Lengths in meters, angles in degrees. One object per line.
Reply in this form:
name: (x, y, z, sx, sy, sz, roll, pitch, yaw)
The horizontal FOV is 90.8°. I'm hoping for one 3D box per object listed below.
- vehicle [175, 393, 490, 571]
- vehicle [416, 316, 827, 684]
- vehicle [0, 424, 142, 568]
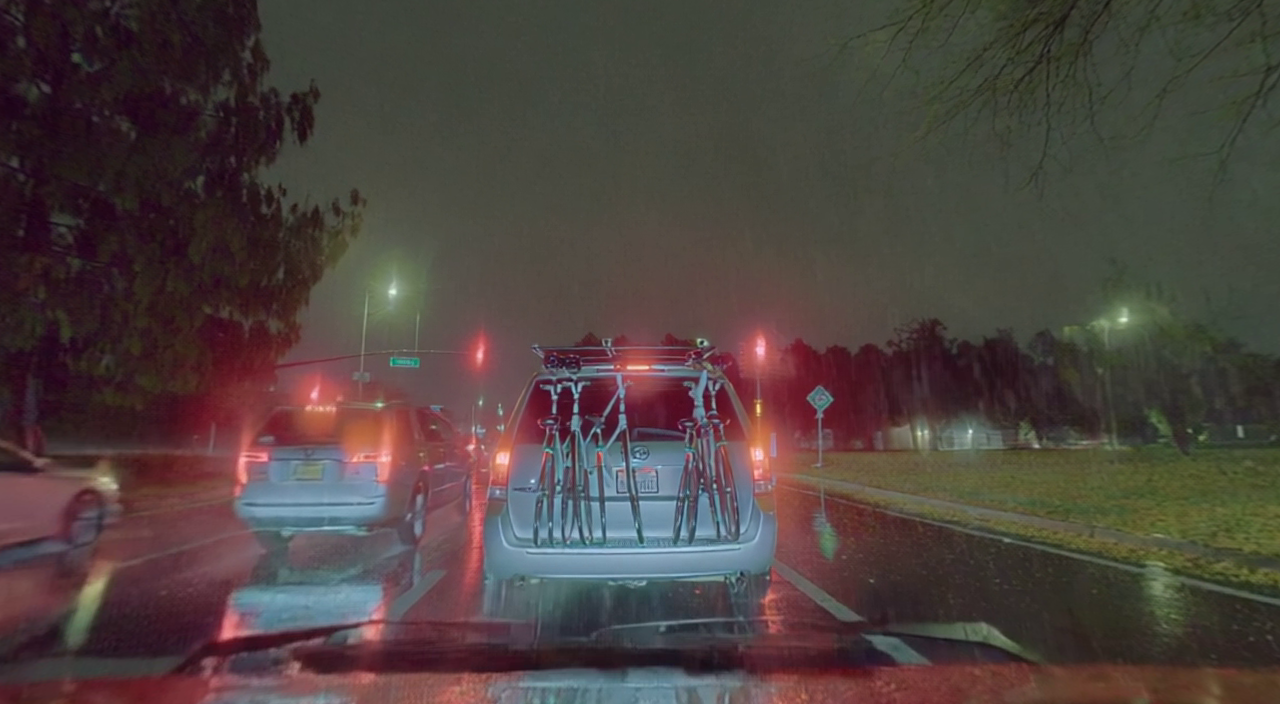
vehicle: (-3.888, 1.772, 9.457, 2.337, 1.858, 5.409, 1, -8, -5)
vehicle: (-0.230, 1.160, 5.998, 2.333, 2.087, 4.586, 0, -8, -4)
vehicle: (-7.785, 1.461, 6.252, 2.024, 1.511, 4.550, 0, -8, -1)
